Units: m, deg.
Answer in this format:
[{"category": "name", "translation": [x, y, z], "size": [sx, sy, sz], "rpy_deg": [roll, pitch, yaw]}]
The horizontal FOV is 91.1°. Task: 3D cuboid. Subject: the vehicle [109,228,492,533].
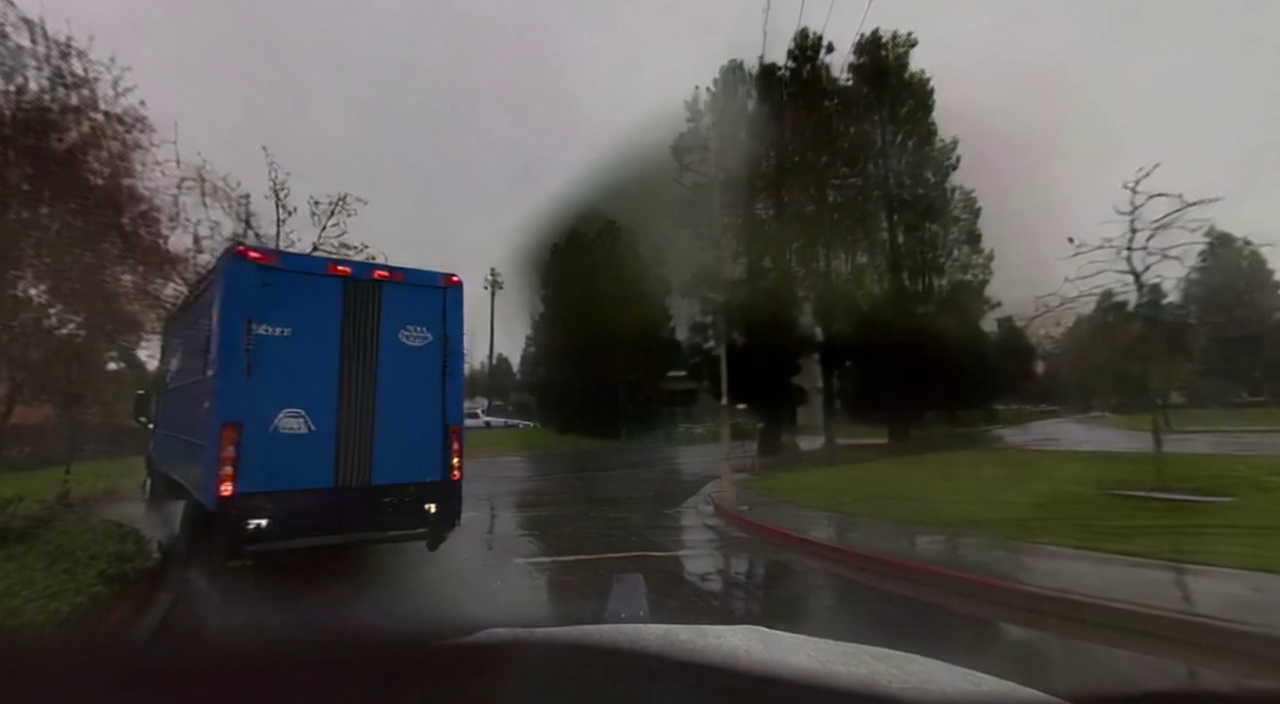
[{"category": "vehicle", "translation": [-6.641, 0.870, 11.122], "size": [9.680, 3.326, 2.838], "rpy_deg": [-8, -11, 43]}]
